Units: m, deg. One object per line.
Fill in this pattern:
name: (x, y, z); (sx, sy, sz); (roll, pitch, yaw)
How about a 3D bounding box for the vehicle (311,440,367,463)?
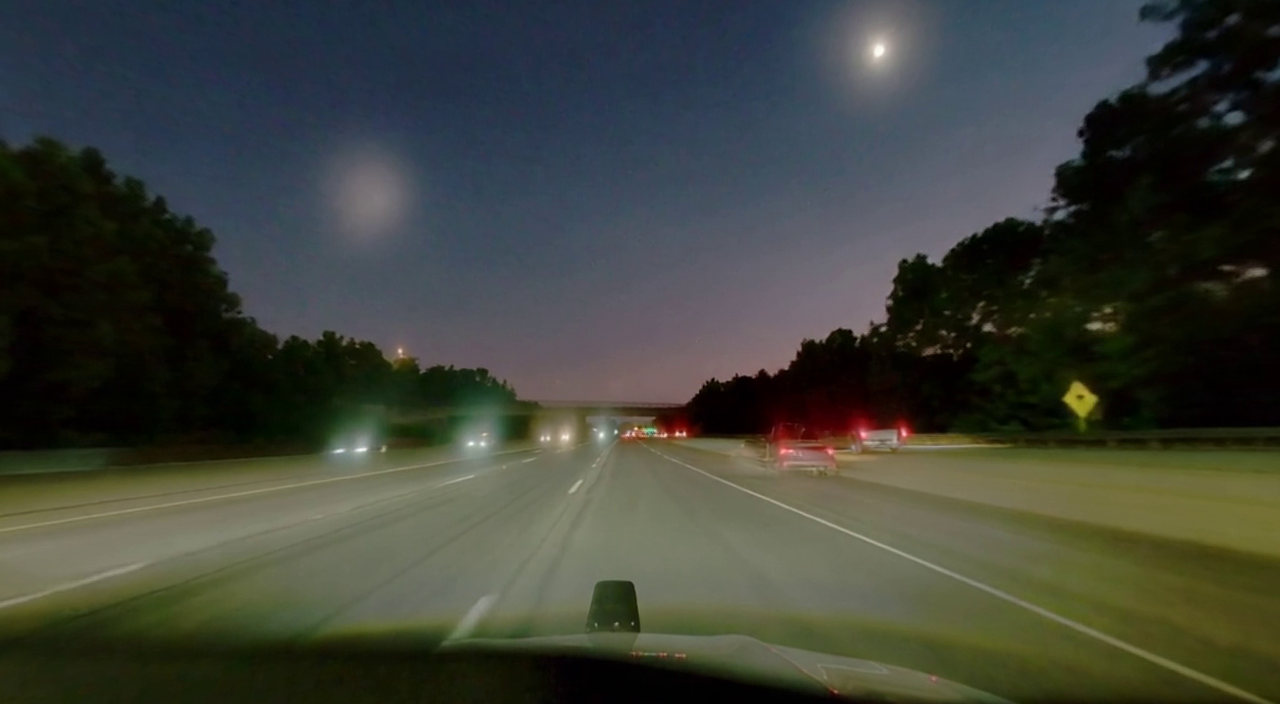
vehicle: (-20.851, 6.903, 43.737); (1.848, 1.457, 4.428); (0, -8, -2)
